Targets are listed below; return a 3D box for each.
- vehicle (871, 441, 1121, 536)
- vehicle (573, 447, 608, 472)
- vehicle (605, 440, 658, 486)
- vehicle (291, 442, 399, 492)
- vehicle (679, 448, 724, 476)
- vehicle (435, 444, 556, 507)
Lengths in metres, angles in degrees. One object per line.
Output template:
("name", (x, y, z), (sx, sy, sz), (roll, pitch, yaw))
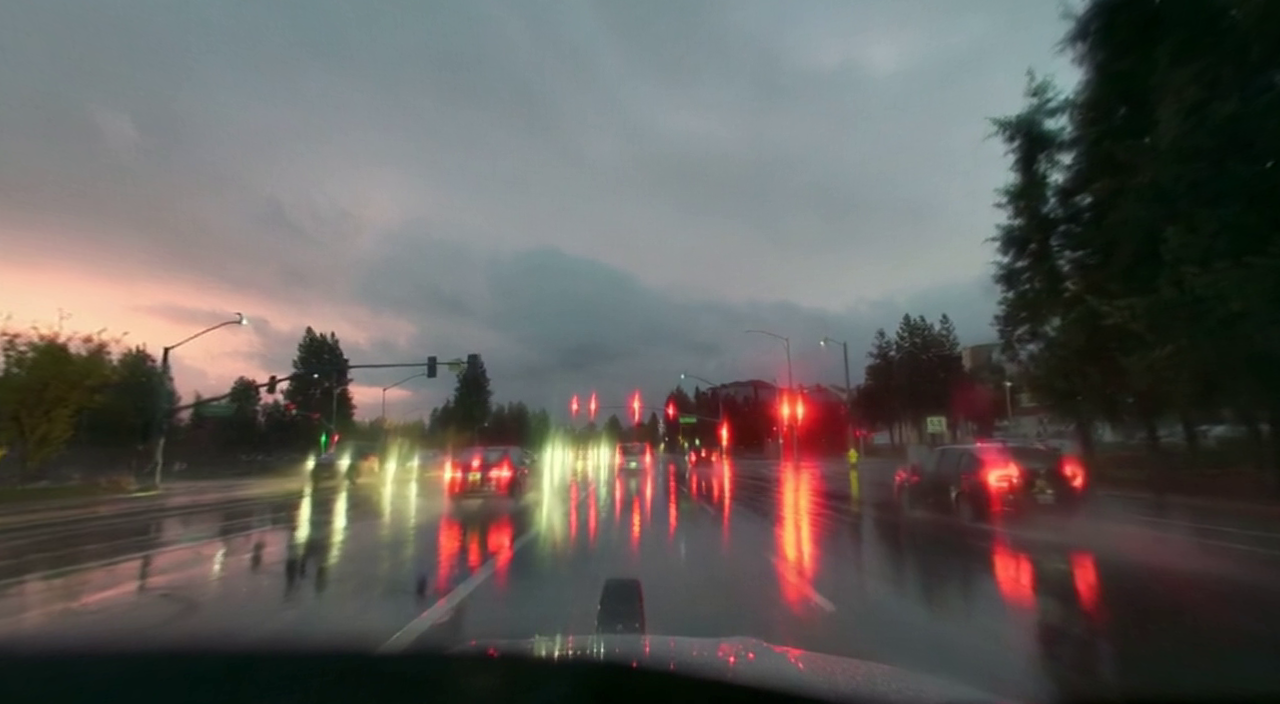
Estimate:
("vehicle", (6.367, 2.459, 12.129), (2.028, 1.451, 4.625), (0, -8, -1))
("vehicle", (-3.130, 6.904, 40.793), (2.002, 1.502, 4.057), (0, -8, -1))
("vehicle", (-0.310, 4.512, 26.076), (2.008, 1.716, 4.125), (0, -8, 0))
("vehicle", (-10.961, 4.272, 23.876), (2.026, 1.706, 4.041), (0, -8, 2))
("vehicle", (3.403, 6.148, 35.561), (2.014, 1.430, 4.103), (0, -8, -1))
("vehicle", (-3.744, 3.263, 17.282), (2.163, 1.474, 4.413), (0, -8, 2))
